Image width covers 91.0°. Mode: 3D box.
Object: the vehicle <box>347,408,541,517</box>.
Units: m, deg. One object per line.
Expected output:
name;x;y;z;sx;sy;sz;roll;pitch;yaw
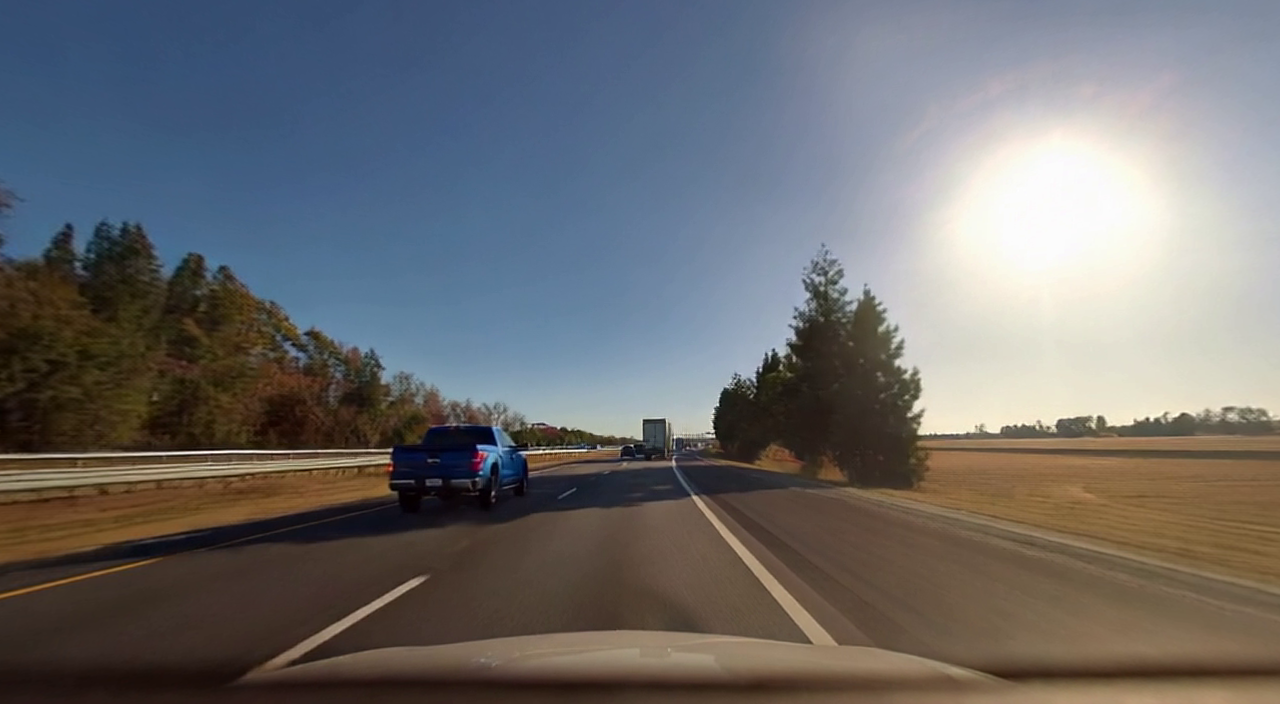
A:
vehicle;-3.699;2.241;13.123;2.295;1.815;4.983;0;-9;2
